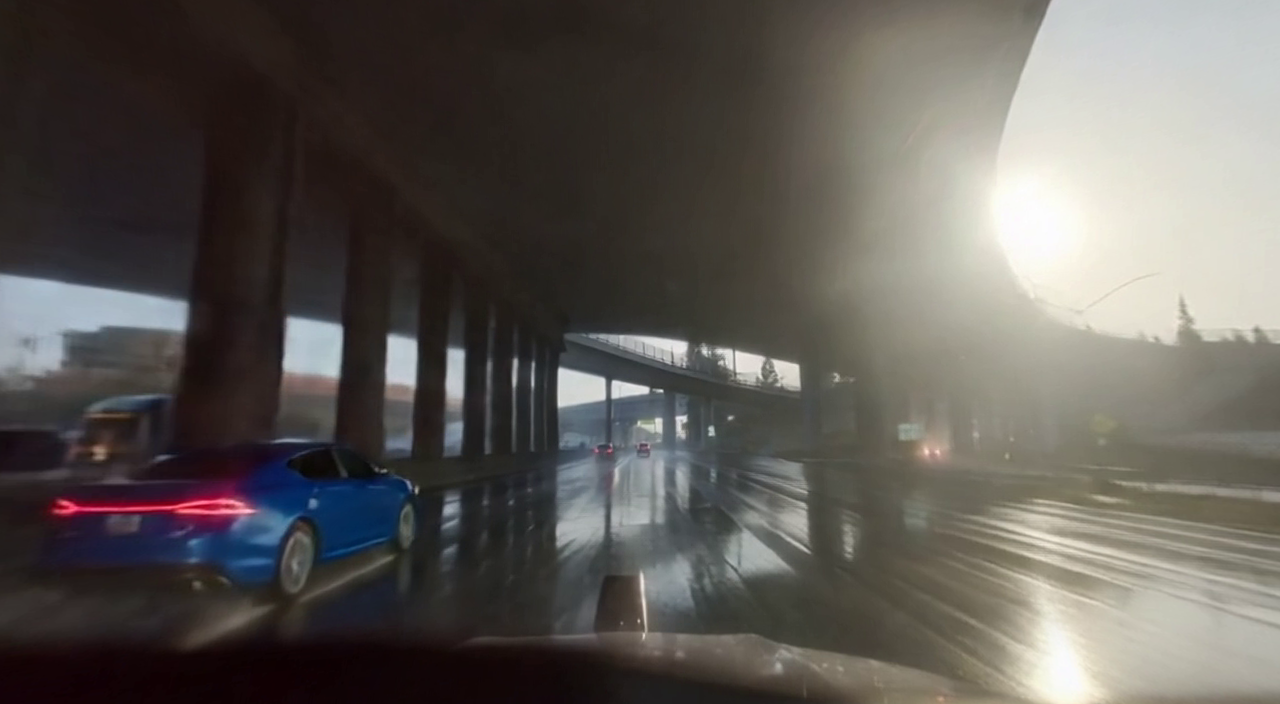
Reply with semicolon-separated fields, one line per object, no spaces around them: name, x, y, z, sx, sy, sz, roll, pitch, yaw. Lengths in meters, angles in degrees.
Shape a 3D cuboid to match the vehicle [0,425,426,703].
vehicle;-3.645;1.443;5.430;2.044;1.478;4.114;0;-8;2
